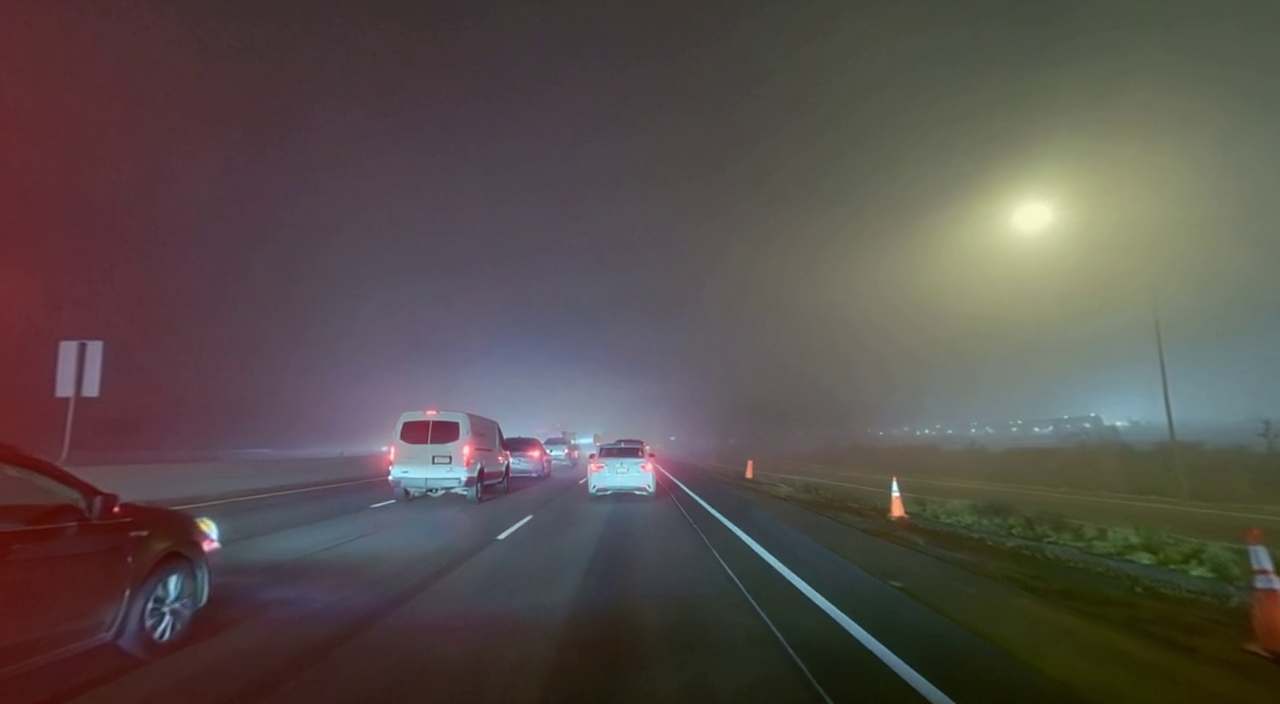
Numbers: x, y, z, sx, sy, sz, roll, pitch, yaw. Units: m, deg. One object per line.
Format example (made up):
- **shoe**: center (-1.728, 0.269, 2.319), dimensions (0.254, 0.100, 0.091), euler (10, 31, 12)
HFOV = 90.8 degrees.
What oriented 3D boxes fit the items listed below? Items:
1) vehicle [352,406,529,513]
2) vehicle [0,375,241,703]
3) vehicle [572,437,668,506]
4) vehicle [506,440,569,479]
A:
- **vehicle**: center (-4.303, 2.472, 14.936), dimensions (2.324, 2.012, 5.740), euler (0, -9, 0)
- **vehicle**: center (-3.975, 0.842, 2.394), dimensions (2.041, 1.604, 4.384), euler (0, -9, 0)
- **vehicle**: center (-0.457, 2.889, 15.718), dimensions (2.069, 1.484, 3.918), euler (0, -9, -1)
- **vehicle**: center (-4.090, 4.350, 25.740), dimensions (1.824, 1.459, 4.007), euler (0, -9, 1)
